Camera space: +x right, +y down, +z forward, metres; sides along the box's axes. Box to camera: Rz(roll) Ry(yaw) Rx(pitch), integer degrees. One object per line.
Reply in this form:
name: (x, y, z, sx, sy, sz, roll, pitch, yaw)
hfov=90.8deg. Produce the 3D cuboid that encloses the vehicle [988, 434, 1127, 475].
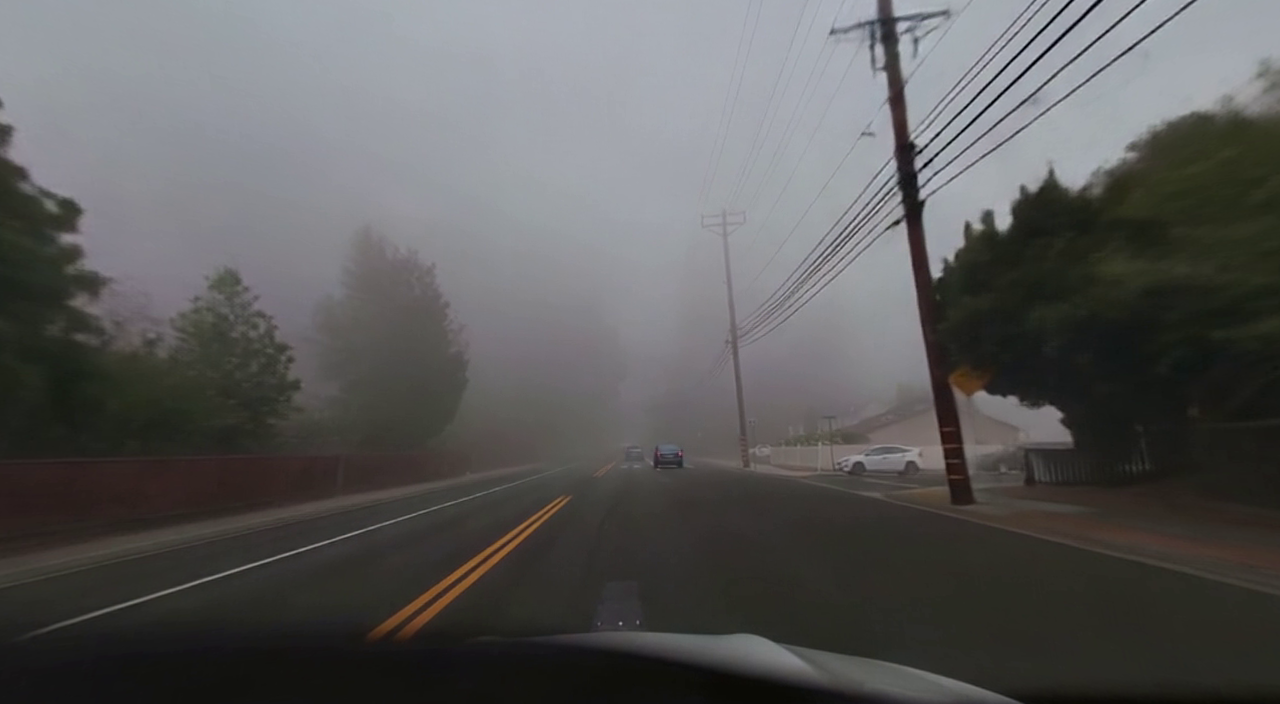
vehicle: (18.064, 4.464, 27.499, 4.566, 1.691, 1.996, 0, -9, 0)

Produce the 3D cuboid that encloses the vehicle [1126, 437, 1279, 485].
vehicle: (19.359, 3.556, 20.800, 4.869, 1.477, 2.076, -1, -9, 2)

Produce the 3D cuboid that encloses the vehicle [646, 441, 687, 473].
vehicle: (1.303, 5.378, 32.497, 1.975, 1.497, 3.647, 0, -9, 0)

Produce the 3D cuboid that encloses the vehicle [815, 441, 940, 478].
vehicle: (10.007, 4.548, 26.850, 4.511, 1.473, 1.962, 0, -8, -2)
